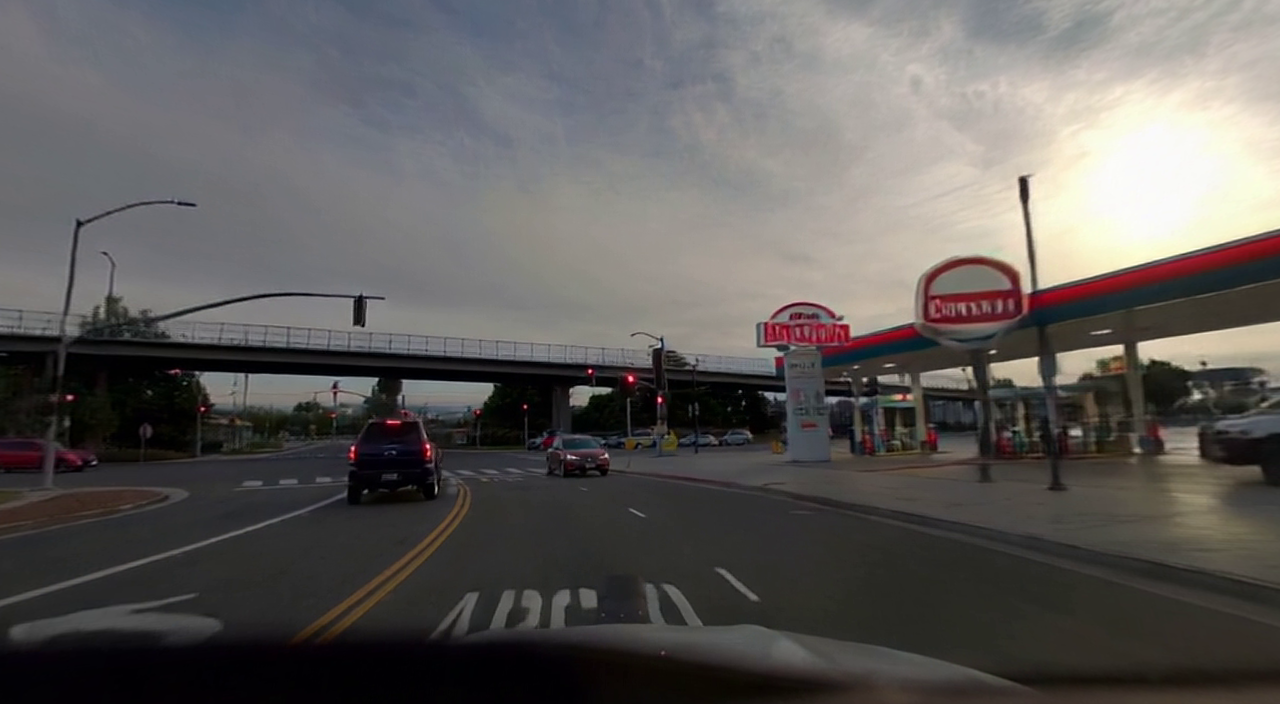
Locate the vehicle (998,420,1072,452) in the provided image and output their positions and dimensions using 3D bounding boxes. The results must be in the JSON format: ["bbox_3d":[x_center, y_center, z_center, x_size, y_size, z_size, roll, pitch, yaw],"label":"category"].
[{"bbox_3d":[23.096,4.945,36.734,4.595,1.764,2.160,7,-11,-38],"label":"vehicle"}]

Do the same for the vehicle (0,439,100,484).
[{"bbox_3d":[-25.524,4.471,25.783,4.632,1.757,2.073,4,-9,-24],"label":"vehicle"}]

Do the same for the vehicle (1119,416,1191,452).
[{"bbox_3d":[27.134,4.375,33.144,4.422,1.752,1.988,7,-11,-39],"label":"vehicle"}]

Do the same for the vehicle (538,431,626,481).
[{"bbox_3d":[-2.527,4.259,26.055,2.202,1.822,4.826,4,-9,-23],"label":"vehicle"}]

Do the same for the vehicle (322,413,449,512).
[{"bbox_3d":[-6.002,2.658,15.510,2.254,2.006,4.766,3,-9,-15],"label":"vehicle"}]
